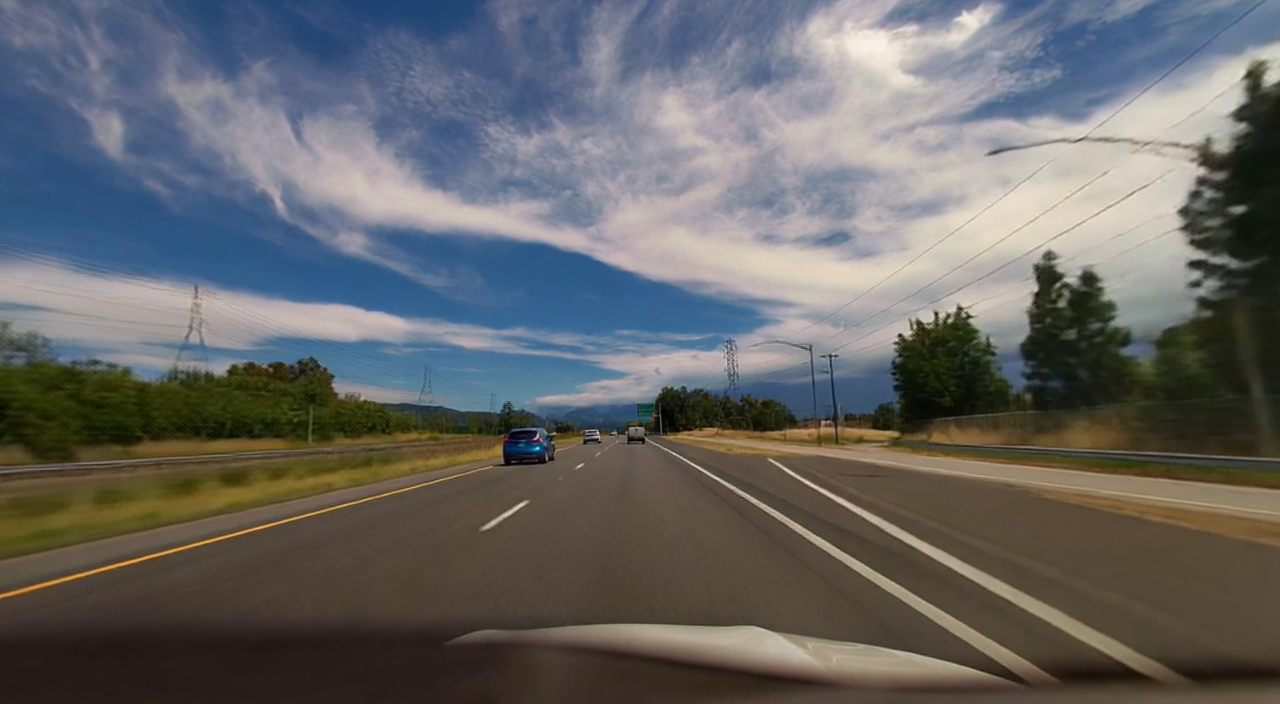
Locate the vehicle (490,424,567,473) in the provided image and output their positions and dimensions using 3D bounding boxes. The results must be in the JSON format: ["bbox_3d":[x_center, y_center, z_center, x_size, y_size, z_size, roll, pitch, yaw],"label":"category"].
[{"bbox_3d":[-3.927,3.456,22.804,2.023,1.580,4.259,0,-8,0],"label":"vehicle"}]
